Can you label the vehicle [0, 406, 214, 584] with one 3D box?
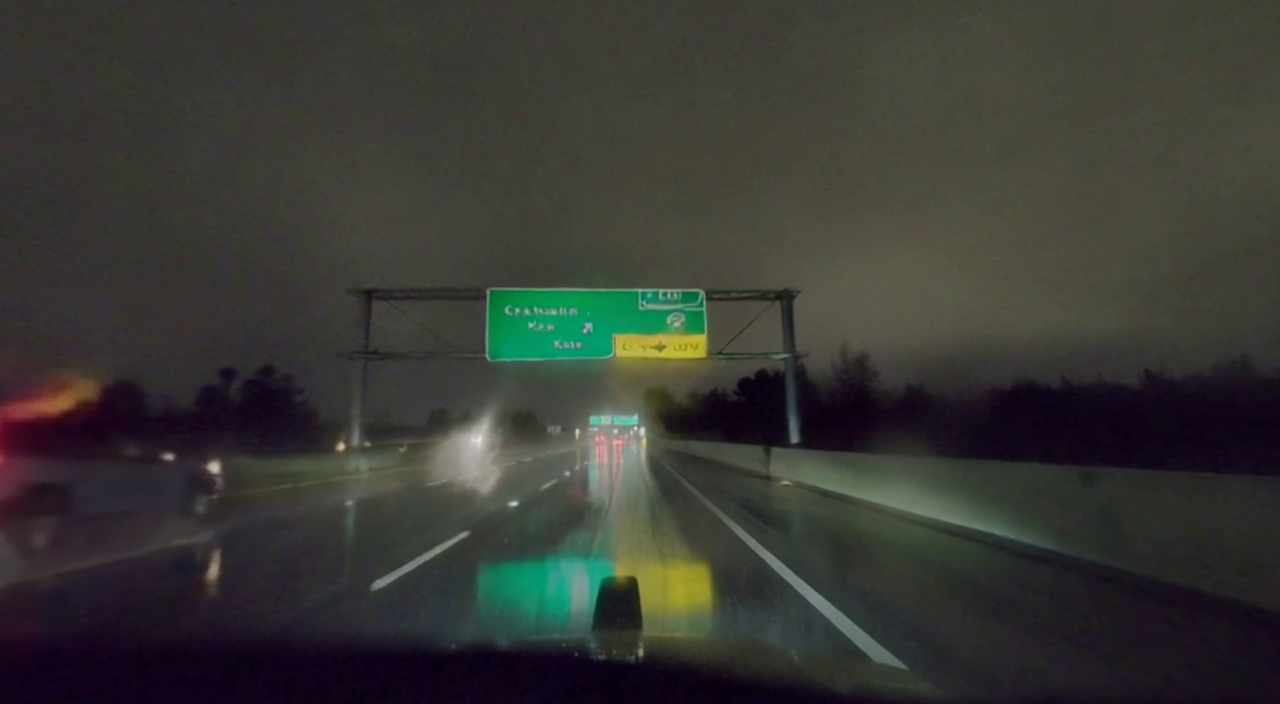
[{"bbox_3d":[-7.068,1.425,6.478,2.111,1.662,4.630,0,-8,-1],"label":"vehicle"}]
